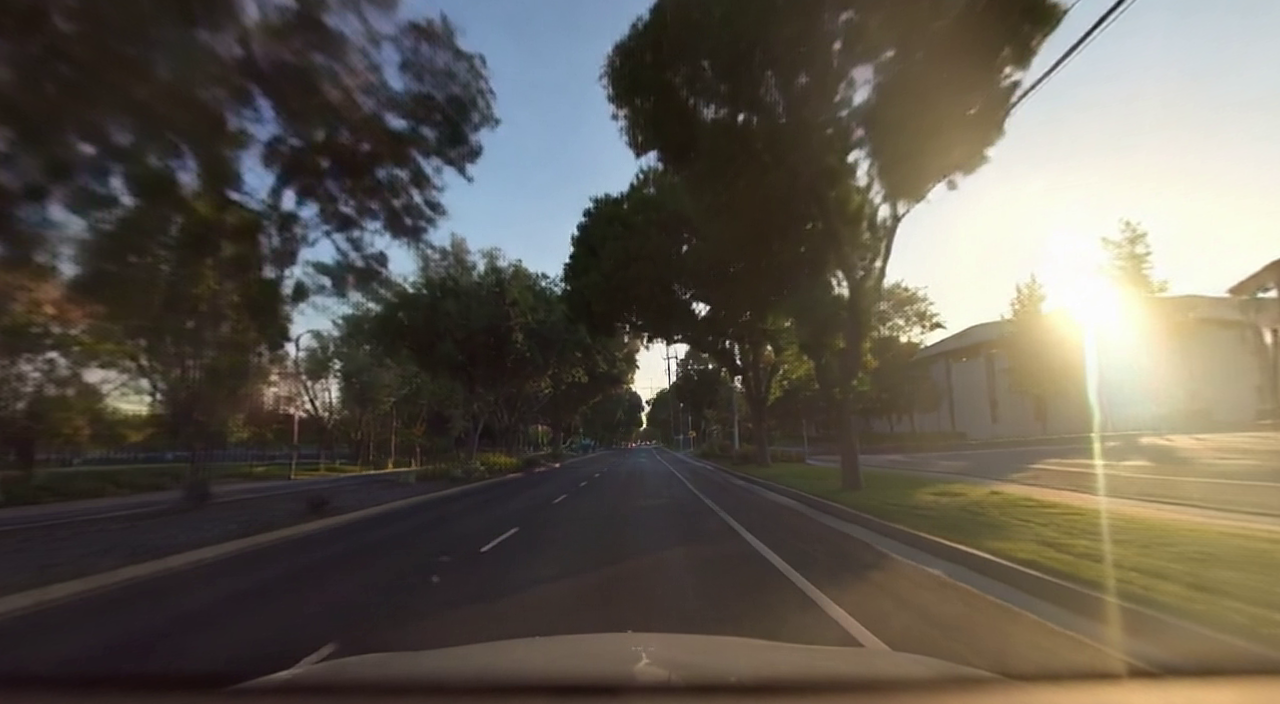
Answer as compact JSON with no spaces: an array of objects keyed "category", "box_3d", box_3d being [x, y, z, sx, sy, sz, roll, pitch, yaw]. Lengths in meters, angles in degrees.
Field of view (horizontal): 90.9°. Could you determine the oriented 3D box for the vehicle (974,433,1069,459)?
[{"category":"vehicle","box_3d":[22.147,5.470,36.700,4.271,1.424,1.941,0,-8,1]}]
